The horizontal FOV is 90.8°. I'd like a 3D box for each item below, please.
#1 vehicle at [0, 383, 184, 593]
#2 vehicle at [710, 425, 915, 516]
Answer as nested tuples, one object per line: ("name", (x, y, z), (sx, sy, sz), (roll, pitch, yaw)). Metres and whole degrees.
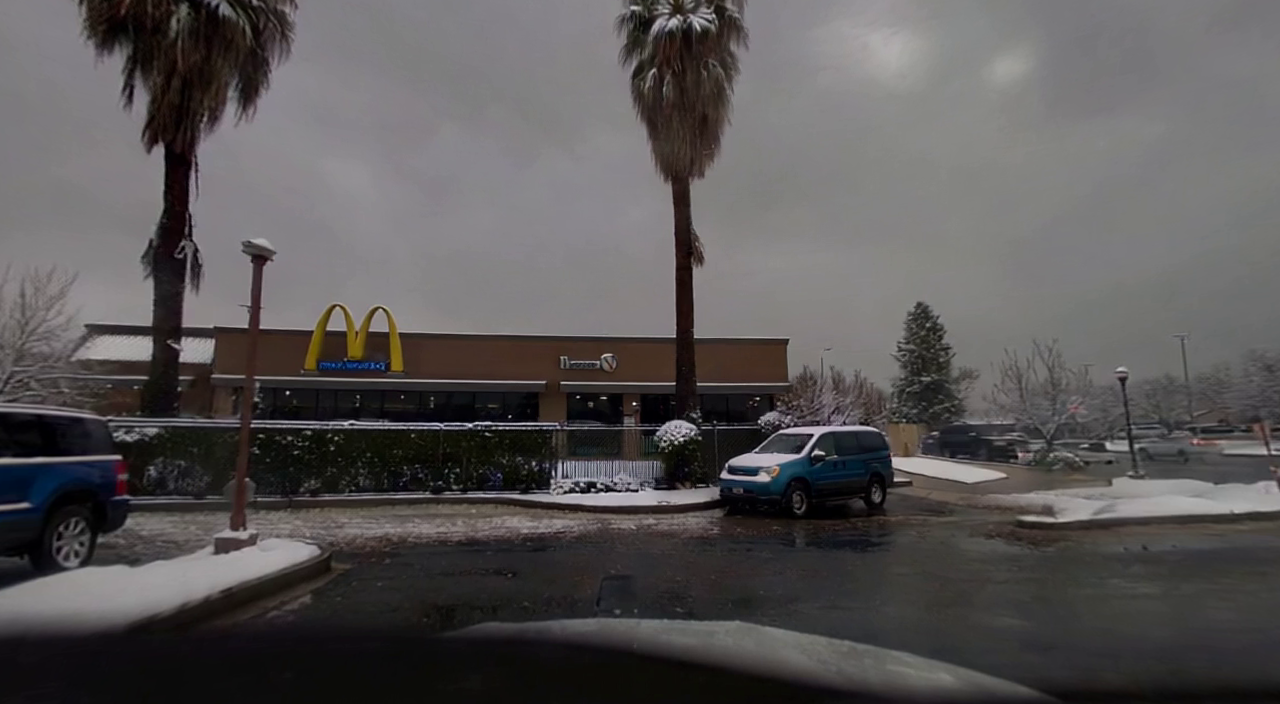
("vehicle", (-6.789, 1.236, 5.717), (1.943, 1.890, 4.472), (0, -8, 0))
("vehicle", (4.011, 2.586, 14.591), (4.365, 1.791, 2.073), (4, -7, -30))
